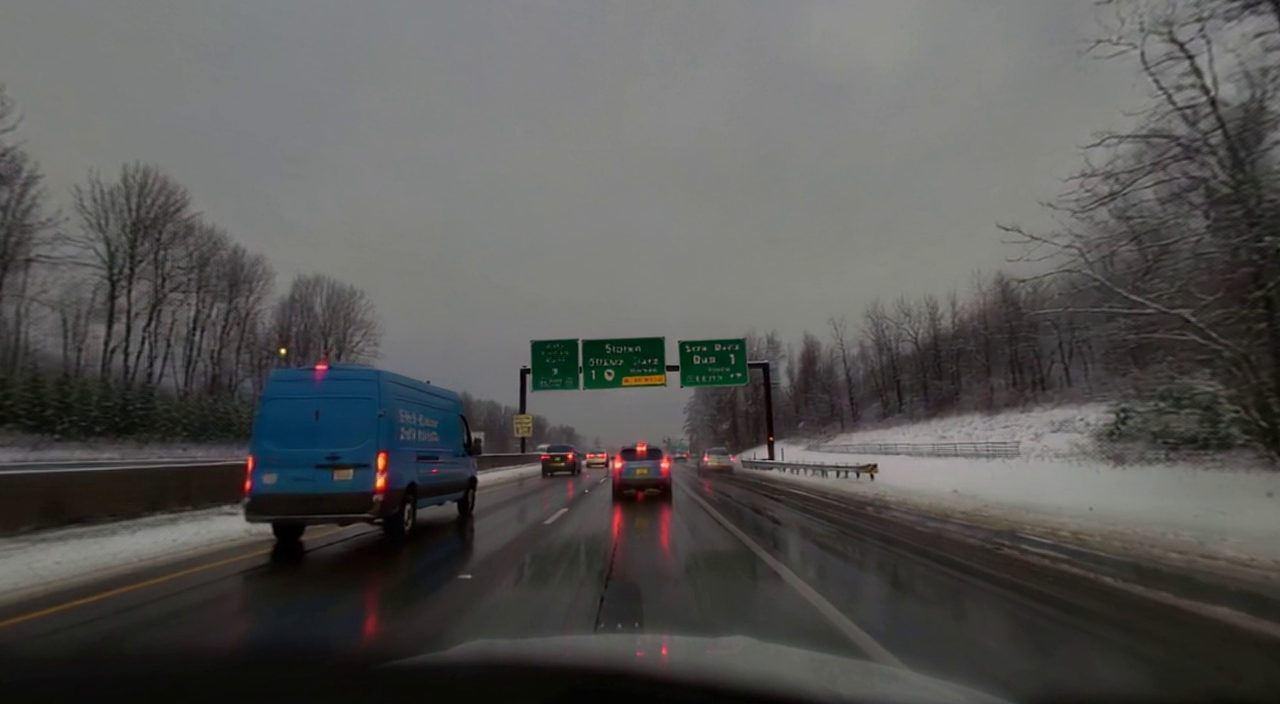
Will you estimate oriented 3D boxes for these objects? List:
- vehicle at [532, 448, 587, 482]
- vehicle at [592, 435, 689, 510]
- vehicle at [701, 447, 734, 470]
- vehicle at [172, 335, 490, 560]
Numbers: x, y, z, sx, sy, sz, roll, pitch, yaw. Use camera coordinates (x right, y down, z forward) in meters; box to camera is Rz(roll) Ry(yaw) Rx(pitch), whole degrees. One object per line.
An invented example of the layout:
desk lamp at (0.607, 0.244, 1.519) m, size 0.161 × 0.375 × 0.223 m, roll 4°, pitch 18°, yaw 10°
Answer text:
vehicle at (-3.759, 5.353, 29.998) m, size 2.015 × 1.496 × 4.312 m, roll 0°, pitch -9°, yaw 1°
vehicle at (0.019, 3.051, 16.326) m, size 2.195 × 1.679 × 4.070 m, roll 0°, pitch -9°, yaw 1°
vehicle at (5.511, 7.642, 45.124) m, size 1.962 × 1.503 × 4.432 m, roll -1°, pitch -9°, yaw 2°
vehicle at (-4.397, 1.568, 10.486) m, size 2.275 × 2.692 × 5.810 m, roll 0°, pitch -9°, yaw 0°
